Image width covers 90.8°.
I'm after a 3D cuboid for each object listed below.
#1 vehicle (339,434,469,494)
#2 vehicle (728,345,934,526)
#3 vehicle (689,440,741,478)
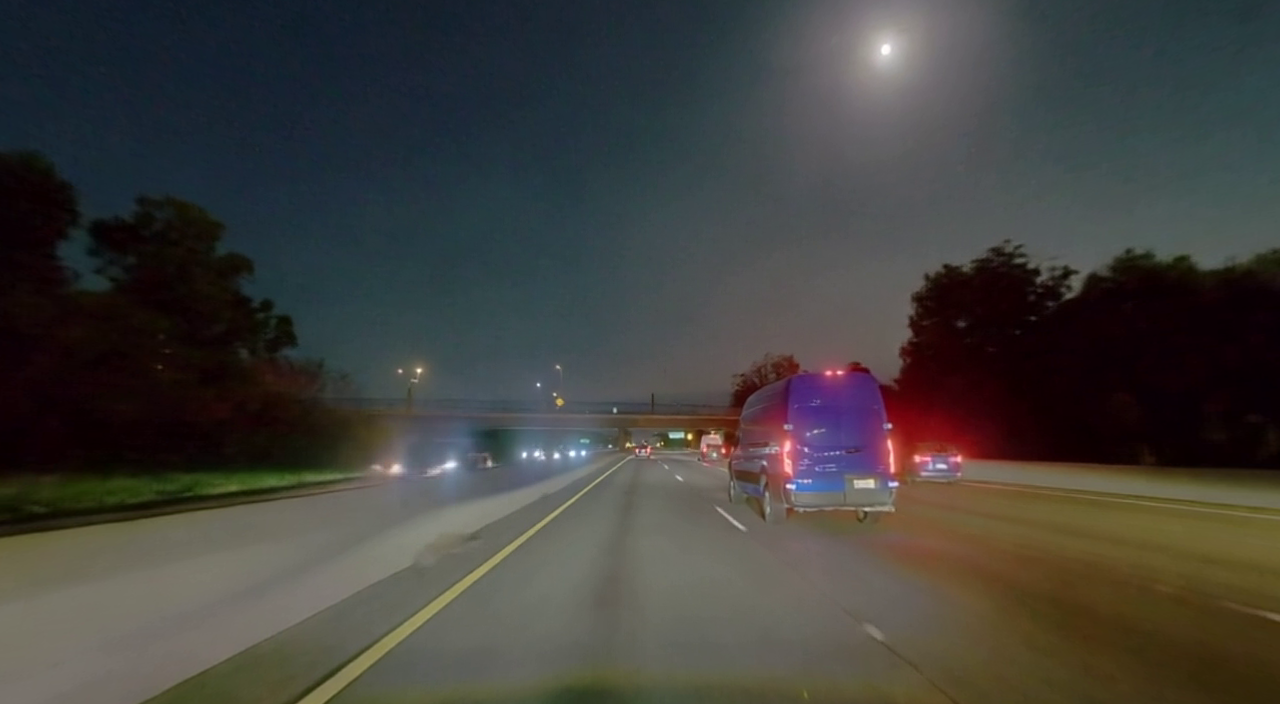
[{"bbox_3d":[-7.200,3.478,19.919,2.317,1.632,4.613,0,-9,0],"label":"vehicle"},{"bbox_3d":[3.807,1.962,14.499,2.460,3.155,6.902,0,-9,0],"label":"vehicle"},{"bbox_3d":[3.593,5.226,31.013,2.009,1.731,4.149,0,-9,-1],"label":"vehicle"}]
